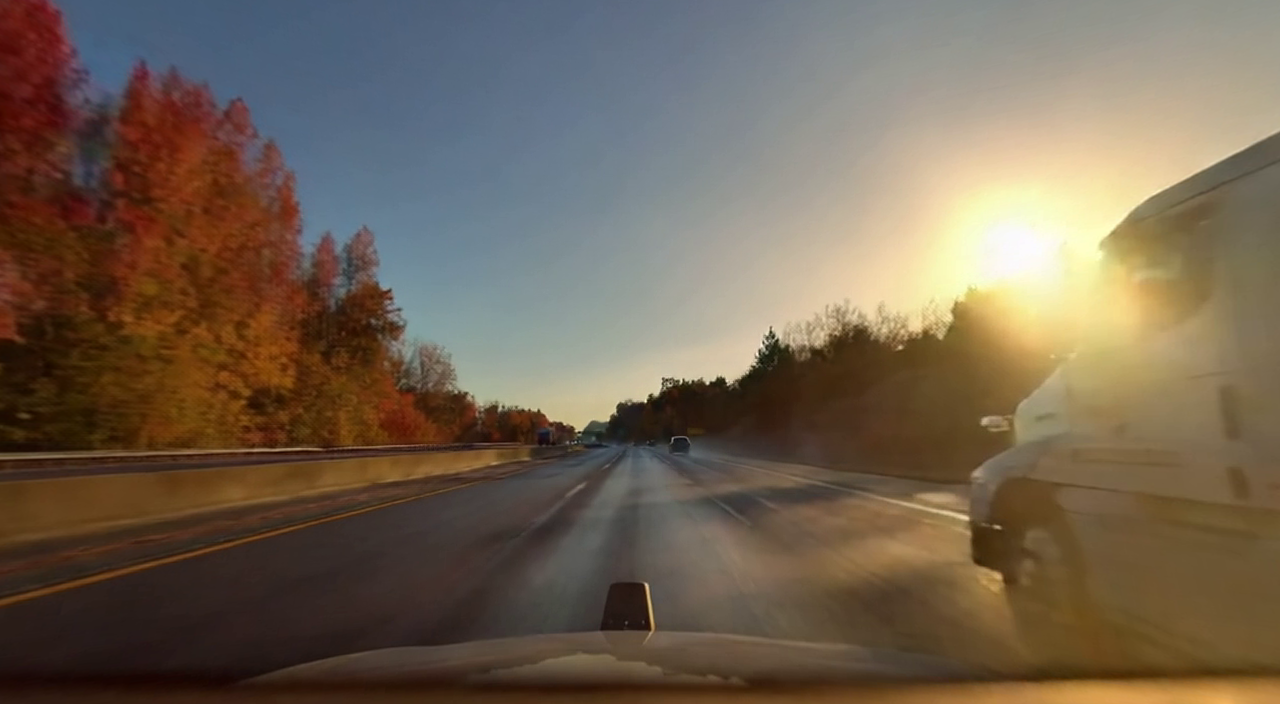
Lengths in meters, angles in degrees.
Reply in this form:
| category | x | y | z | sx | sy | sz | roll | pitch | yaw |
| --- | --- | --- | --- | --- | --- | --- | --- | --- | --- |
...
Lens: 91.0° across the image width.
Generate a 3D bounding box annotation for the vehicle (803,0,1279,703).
| category | x | y | z | sx | sy | sz | roll | pitch | yaw |
| --- | --- | --- | --- | --- | --- | --- | --- | --- | --- |
| vehicle | 3.845 | -0.044 | 4.620 | 3.040 | 4.038 | 8.179 | 0 | -8 | 0 |
